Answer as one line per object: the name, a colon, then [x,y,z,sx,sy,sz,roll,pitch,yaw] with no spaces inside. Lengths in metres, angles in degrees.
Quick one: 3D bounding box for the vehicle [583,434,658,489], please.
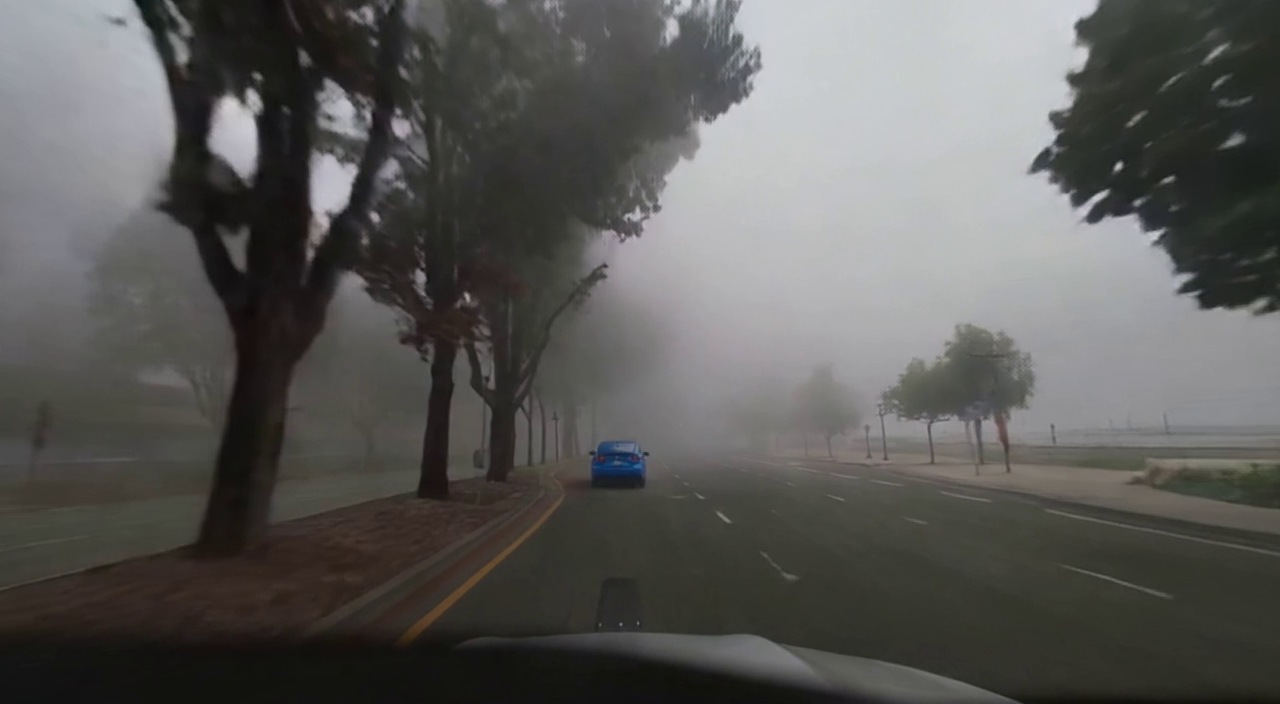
vehicle: [-0.677,3.347,19.718,2.042,1.479,4.601,0,-8,-4]
